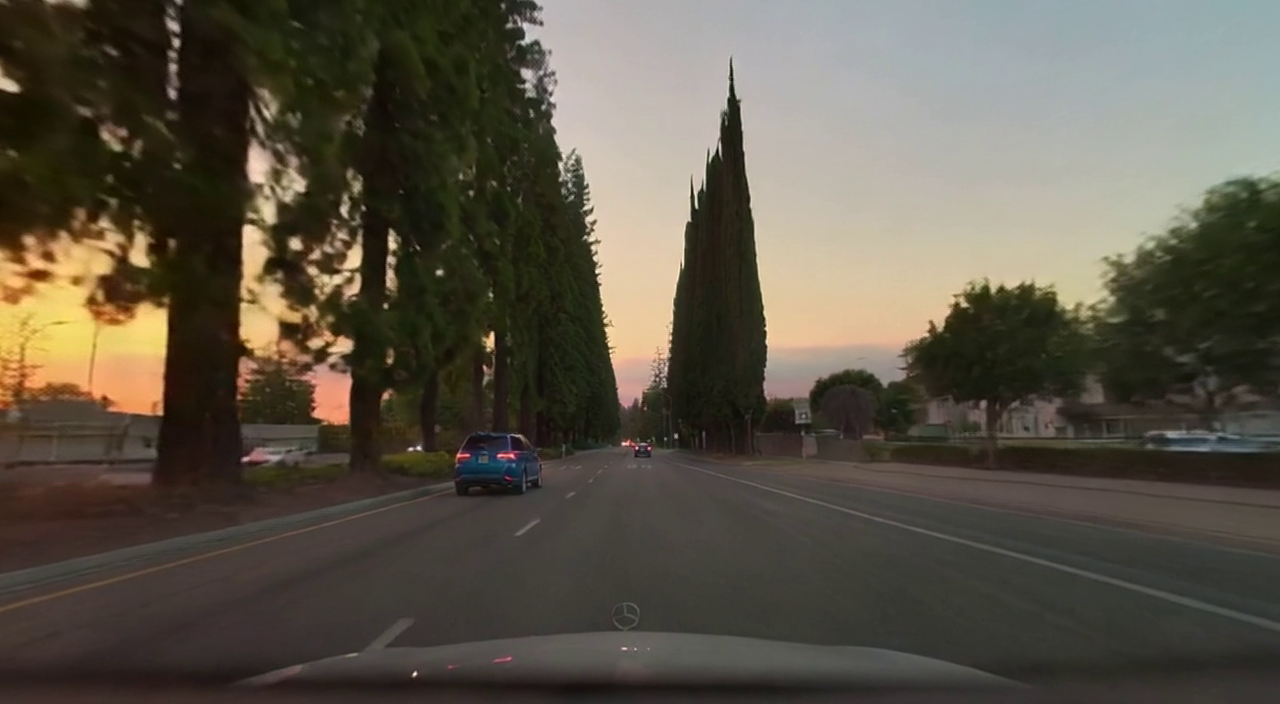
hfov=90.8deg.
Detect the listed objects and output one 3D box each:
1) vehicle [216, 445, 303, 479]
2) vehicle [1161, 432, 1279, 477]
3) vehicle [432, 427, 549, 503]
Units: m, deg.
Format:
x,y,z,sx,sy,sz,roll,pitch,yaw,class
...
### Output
x,y,z,sx,sy,sz,roll,pitch,yaw,class
-22.046,6.379,36.865,2.117,1.827,4.770,0,-8,0,vehicle
20.916,3.612,22.458,3.818,1.482,1.729,3,-8,-17,vehicle
-3.772,2.933,16.833,2.078,1.748,4.279,0,-8,0,vehicle
